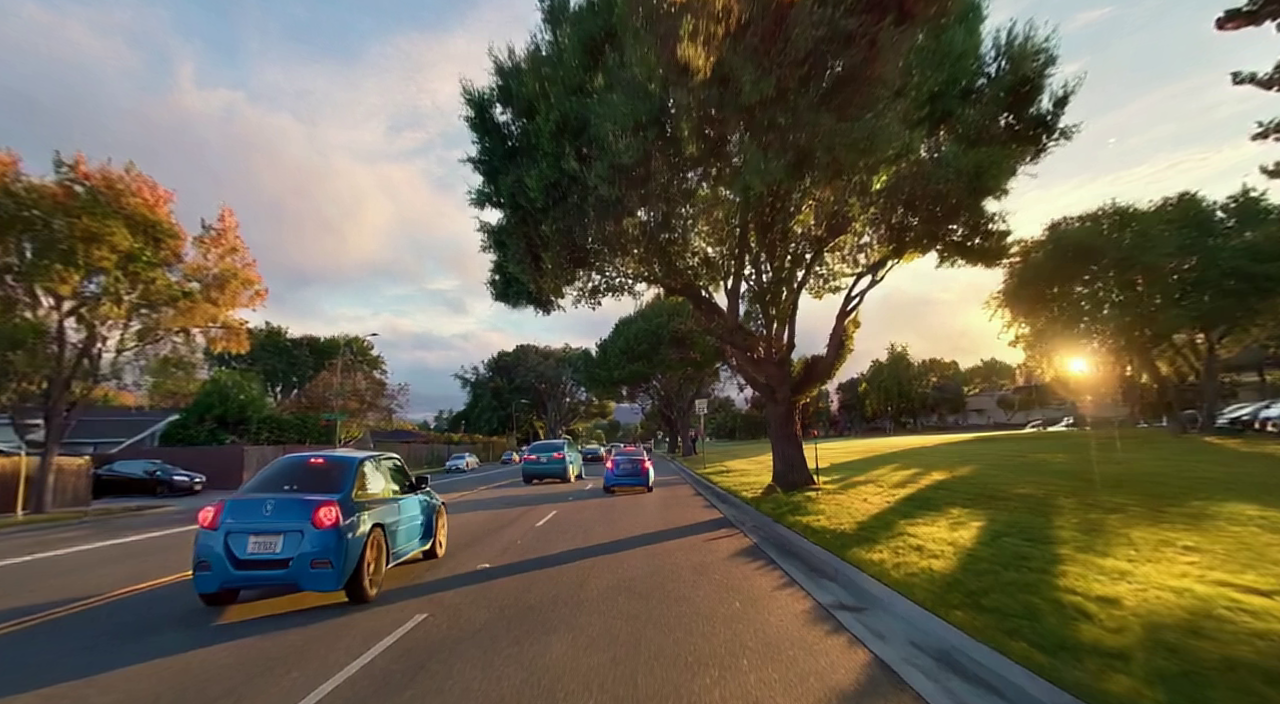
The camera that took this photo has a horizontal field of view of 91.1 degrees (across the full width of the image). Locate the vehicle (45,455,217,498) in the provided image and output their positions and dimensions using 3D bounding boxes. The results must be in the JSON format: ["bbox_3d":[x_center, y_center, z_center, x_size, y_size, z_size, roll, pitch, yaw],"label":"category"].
[{"bbox_3d":[-18.825,4.606,23.395,4.635,1.487,1.969,0,-9,-1],"label":"vehicle"}]

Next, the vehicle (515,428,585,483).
[{"bbox_3d":[-3.168,3.741,22.936,1.908,1.809,4.230,0,-8,1],"label":"vehicle"}]

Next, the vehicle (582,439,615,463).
[{"bbox_3d":[-2.906,7.028,44.804,2.007,1.615,3.758,0,-8,1],"label":"vehicle"}]

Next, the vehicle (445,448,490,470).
[{"bbox_3d":[-12.177,7.599,44.604,1.887,1.469,4.691,0,-9,-1],"label":"vehicle"}]

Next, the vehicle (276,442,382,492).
[{"bbox_3d":[-12.360,4.576,25.361,1.928,1.800,4.632,0,-8,-1],"label":"vehicle"}]
